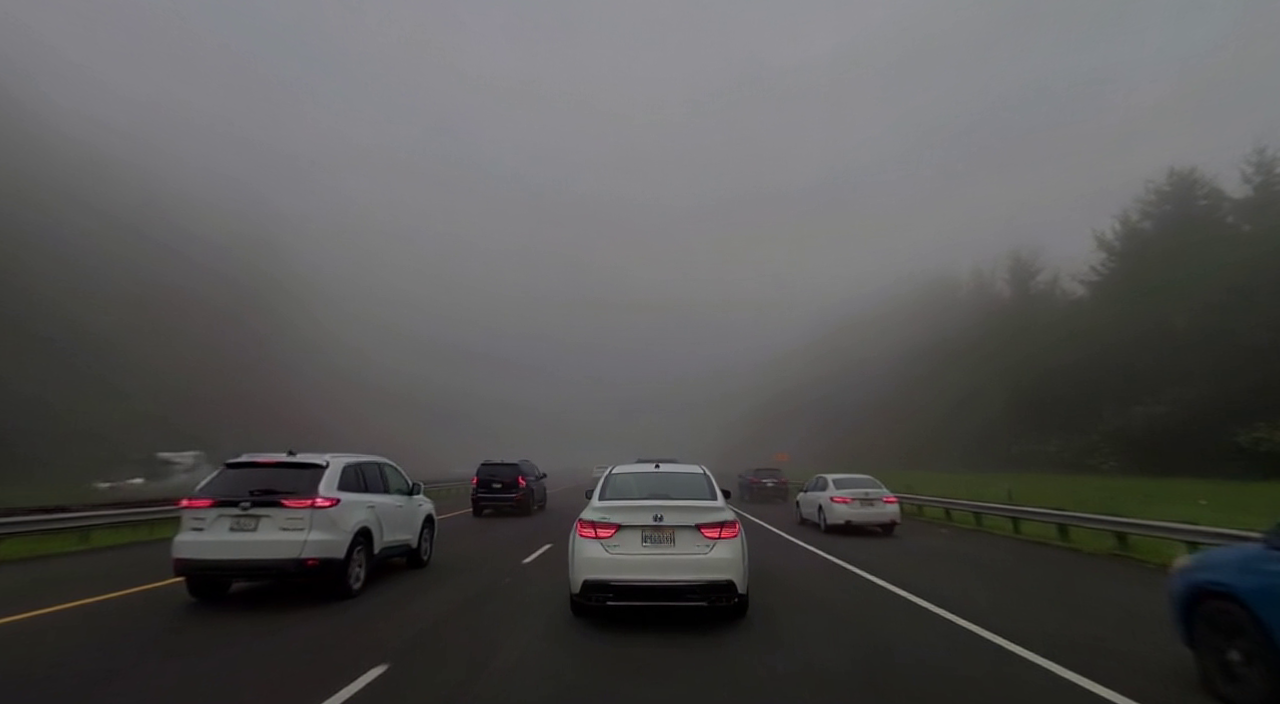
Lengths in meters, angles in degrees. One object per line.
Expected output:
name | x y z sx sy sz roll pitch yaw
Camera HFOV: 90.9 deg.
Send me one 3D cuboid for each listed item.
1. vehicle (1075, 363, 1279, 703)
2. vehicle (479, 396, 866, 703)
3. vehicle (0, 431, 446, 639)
vehicle | 4.394 0.895 2.659 1.984 1.876 4.287 1 -11 0
vehicle | 0.141 1.493 5.507 2.057 1.725 4.126 1 -11 -1
vehicle | -3.904 1.807 7.055 1.994 1.556 4.263 0 -11 1
